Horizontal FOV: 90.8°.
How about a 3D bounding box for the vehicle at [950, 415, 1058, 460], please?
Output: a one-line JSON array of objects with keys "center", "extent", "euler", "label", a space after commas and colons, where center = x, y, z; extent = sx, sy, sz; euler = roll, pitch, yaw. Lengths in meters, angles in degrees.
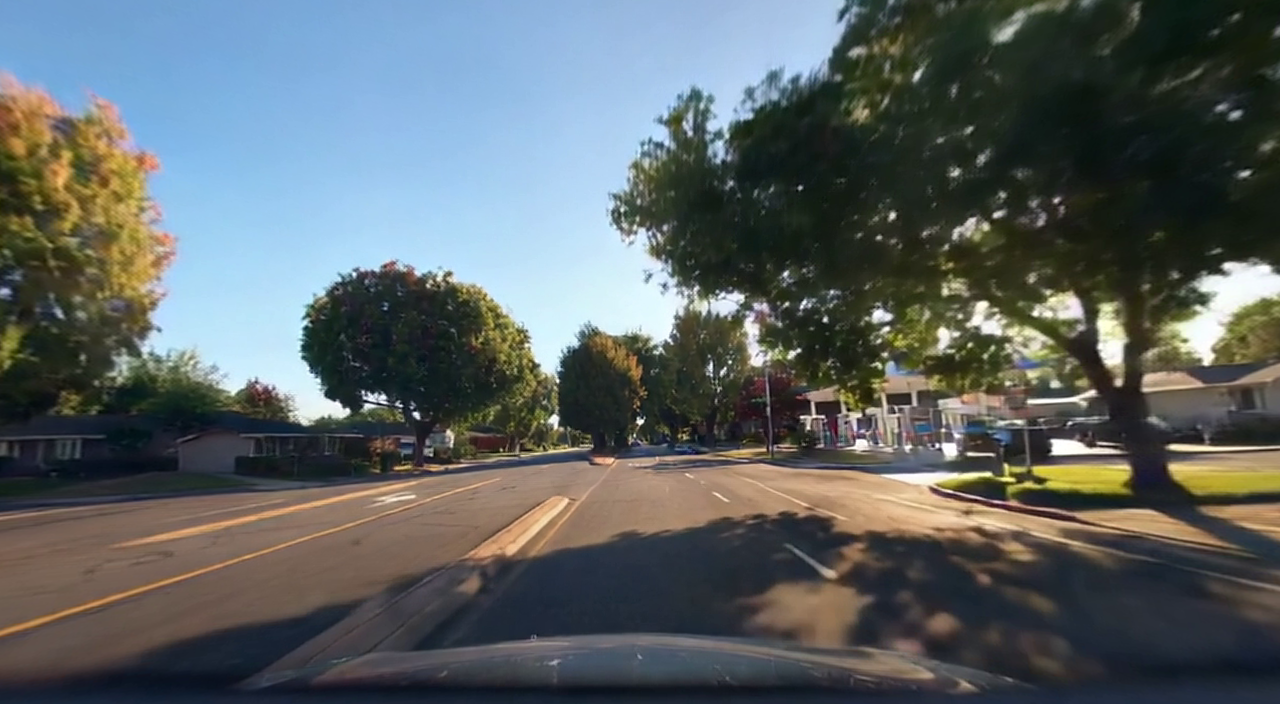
[{"center": [17.339, 4.074, 30.454], "extent": [2.314, 1.921, 5.069], "euler": [-1, -7, 2], "label": "vehicle"}]
